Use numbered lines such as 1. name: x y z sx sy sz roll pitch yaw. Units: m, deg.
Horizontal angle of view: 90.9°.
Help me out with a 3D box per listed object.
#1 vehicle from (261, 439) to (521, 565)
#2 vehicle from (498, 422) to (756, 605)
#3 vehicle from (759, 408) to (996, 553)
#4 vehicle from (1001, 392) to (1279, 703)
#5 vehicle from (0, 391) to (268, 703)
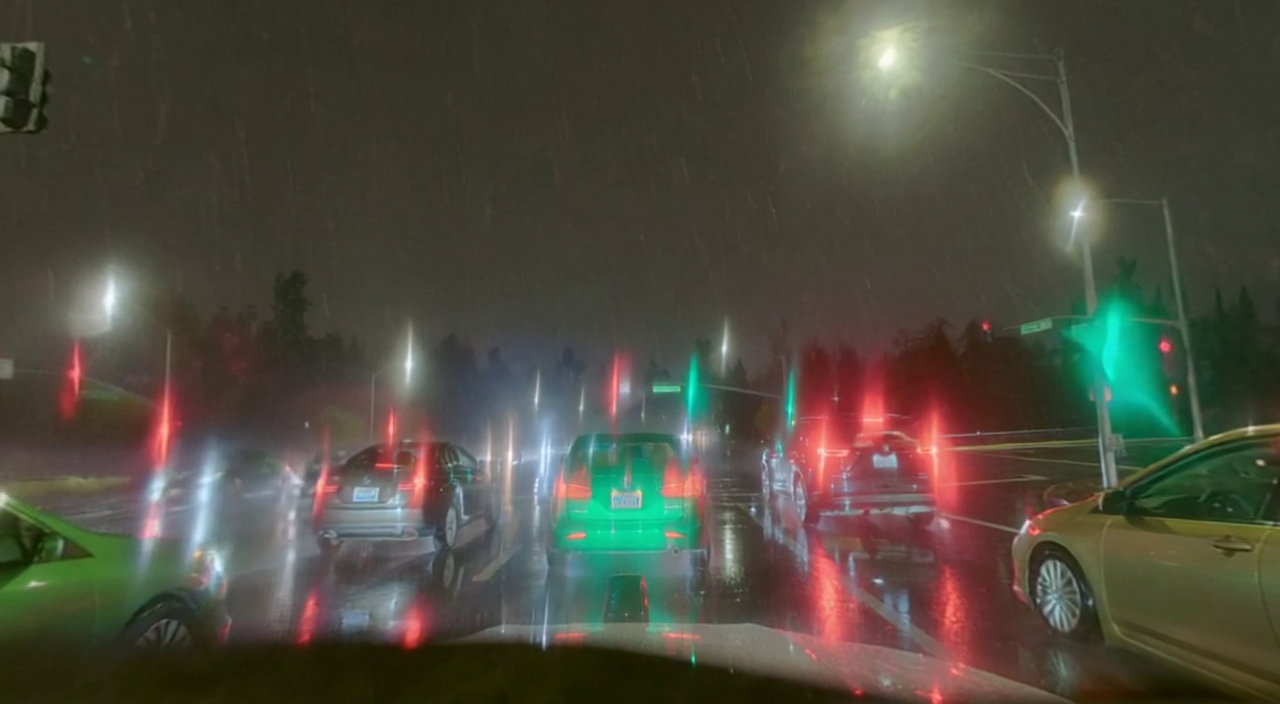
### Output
1. vehicle: -3.307 2.069 9.540 1.995 1.436 4.373 -1 -8 3
2. vehicle: -0.131 1.656 7.388 2.140 1.499 4.119 0 -8 -1
3. vehicle: 3.300 1.871 9.840 1.992 1.744 4.183 0 -8 -1
4. vehicle: 3.936 0.971 3.105 1.800 1.519 4.198 0 -8 0
5. vehicle: -3.480 0.850 1.836 2.016 1.547 4.414 0 -8 1
